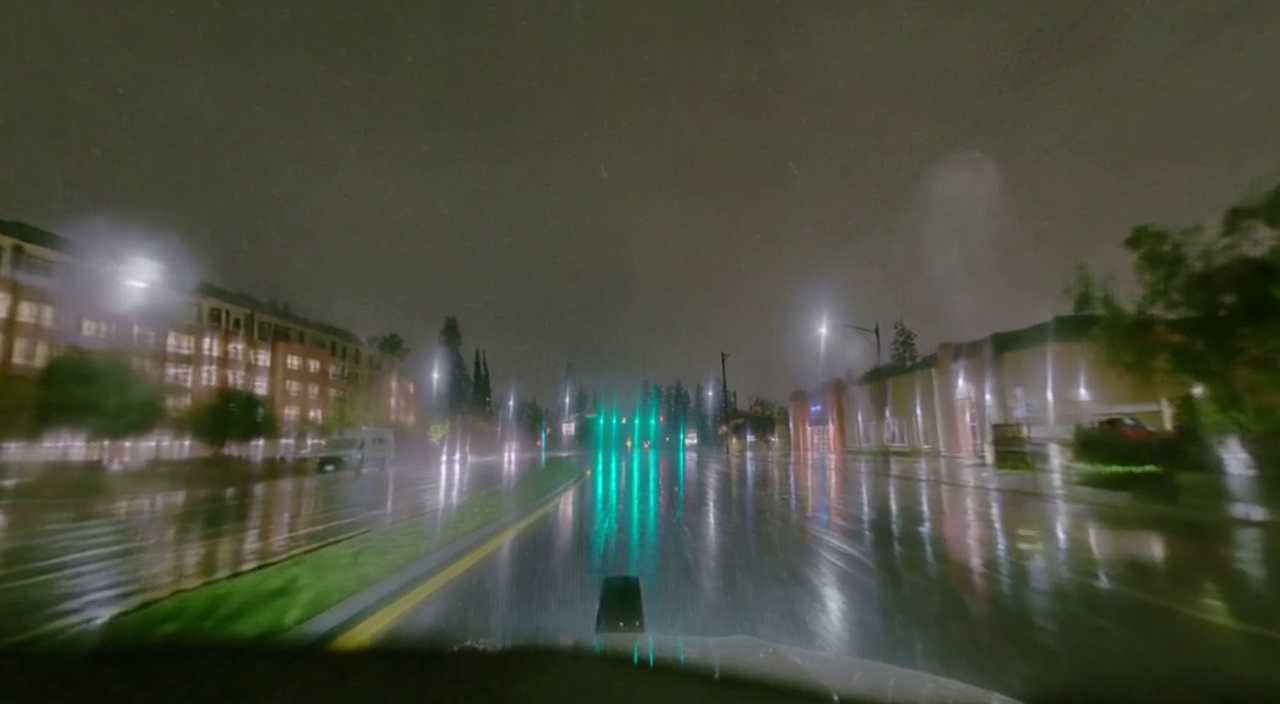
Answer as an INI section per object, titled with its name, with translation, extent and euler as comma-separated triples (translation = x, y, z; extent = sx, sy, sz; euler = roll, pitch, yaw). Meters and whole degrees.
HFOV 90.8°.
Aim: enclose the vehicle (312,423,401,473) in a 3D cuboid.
[vehicle]
translation = -19.477, 6.663, 43.938
extent = 2.834, 3.225, 6.752
euler = 0, -9, 1
